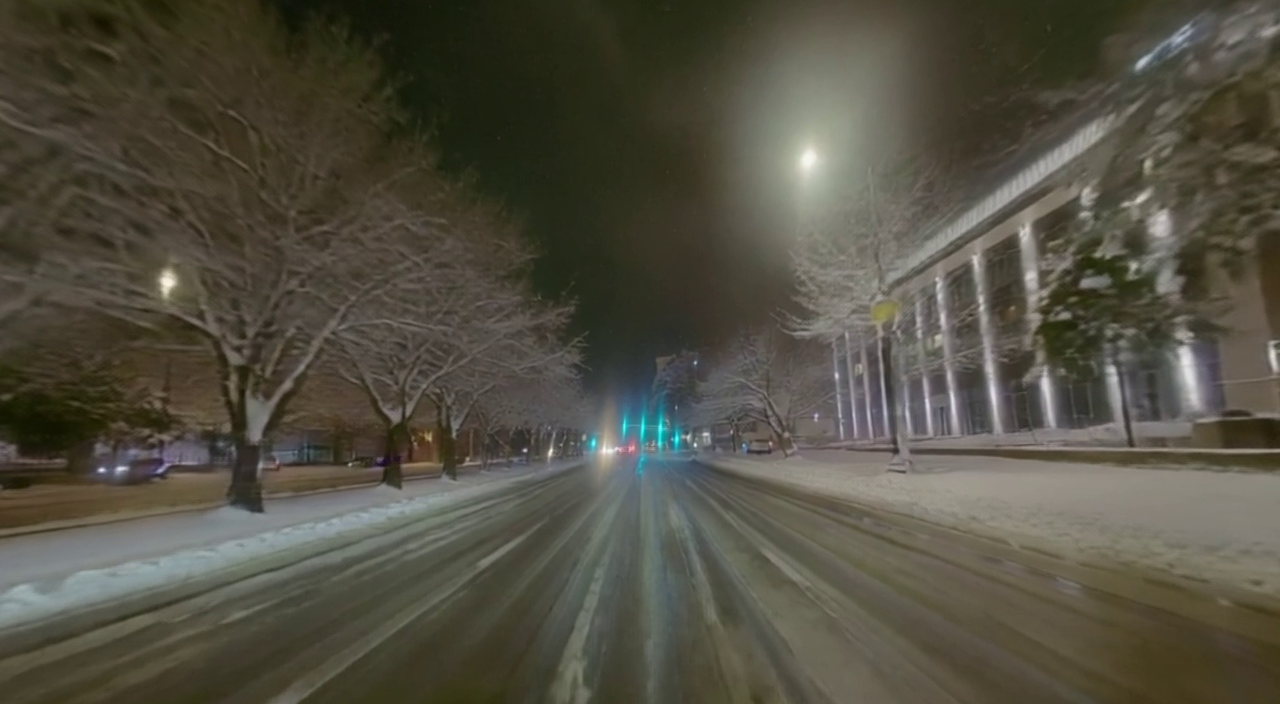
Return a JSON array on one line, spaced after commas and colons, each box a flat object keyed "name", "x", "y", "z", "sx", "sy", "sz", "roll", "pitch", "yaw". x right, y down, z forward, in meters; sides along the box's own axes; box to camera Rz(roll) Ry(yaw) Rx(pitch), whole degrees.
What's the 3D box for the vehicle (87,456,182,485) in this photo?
[{"name": "vehicle", "x": -35.167, "y": 8.223, "z": 43.922, "sx": 4.912, "sy": 1.775, "sz": 1.996, "roll": 7, "pitch": -12, "yaw": -42}]
